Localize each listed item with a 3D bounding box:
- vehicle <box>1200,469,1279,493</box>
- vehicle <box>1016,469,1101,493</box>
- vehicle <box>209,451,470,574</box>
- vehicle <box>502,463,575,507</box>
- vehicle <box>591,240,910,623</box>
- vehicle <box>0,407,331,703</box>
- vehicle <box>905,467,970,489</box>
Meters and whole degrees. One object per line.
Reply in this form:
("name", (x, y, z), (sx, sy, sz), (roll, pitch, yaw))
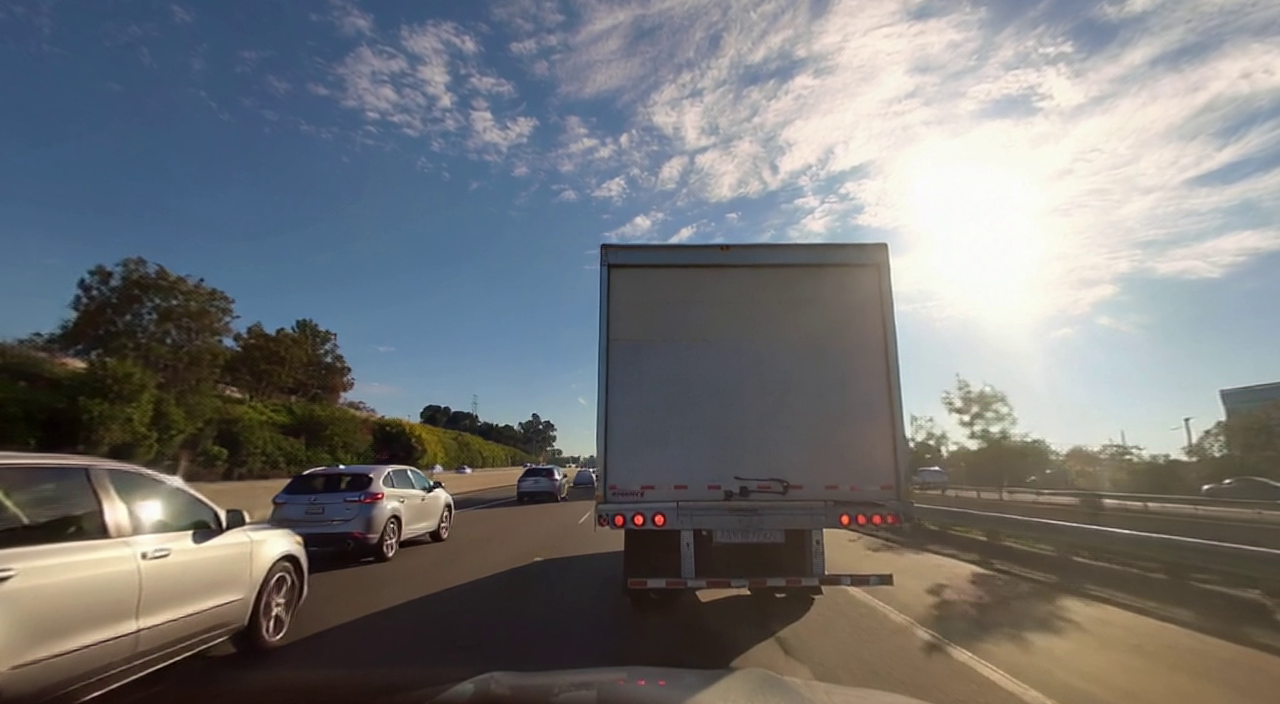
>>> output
("vehicle", (38.864, 8.278, 40.458), (3.974, 1.485, 1.709), (0, -11, 3))
("vehicle", (27.893, 8.584, 42.158), (4.299, 1.465, 1.807), (-3, -11, 19))
("vehicle", (-4.303, 2.389, 10.020), (1.946, 1.469, 4.431), (1, -11, 0))
("vehicle", (-3.724, 5.001, 23.967), (1.964, 1.482, 4.371), (0, -11, 1))
("vehicle", (0.904, 1.447, 10.159), (2.831, 3.529, 8.689), (1, -11, -1))
("vehicle", (-3.482, 0.995, 2.575), (1.983, 1.509, 4.679), (0, -11, 1))
("vehicle", (22.030, 9.297, 46.658), (4.107, 1.485, 1.796), (-6, -13, 32))
